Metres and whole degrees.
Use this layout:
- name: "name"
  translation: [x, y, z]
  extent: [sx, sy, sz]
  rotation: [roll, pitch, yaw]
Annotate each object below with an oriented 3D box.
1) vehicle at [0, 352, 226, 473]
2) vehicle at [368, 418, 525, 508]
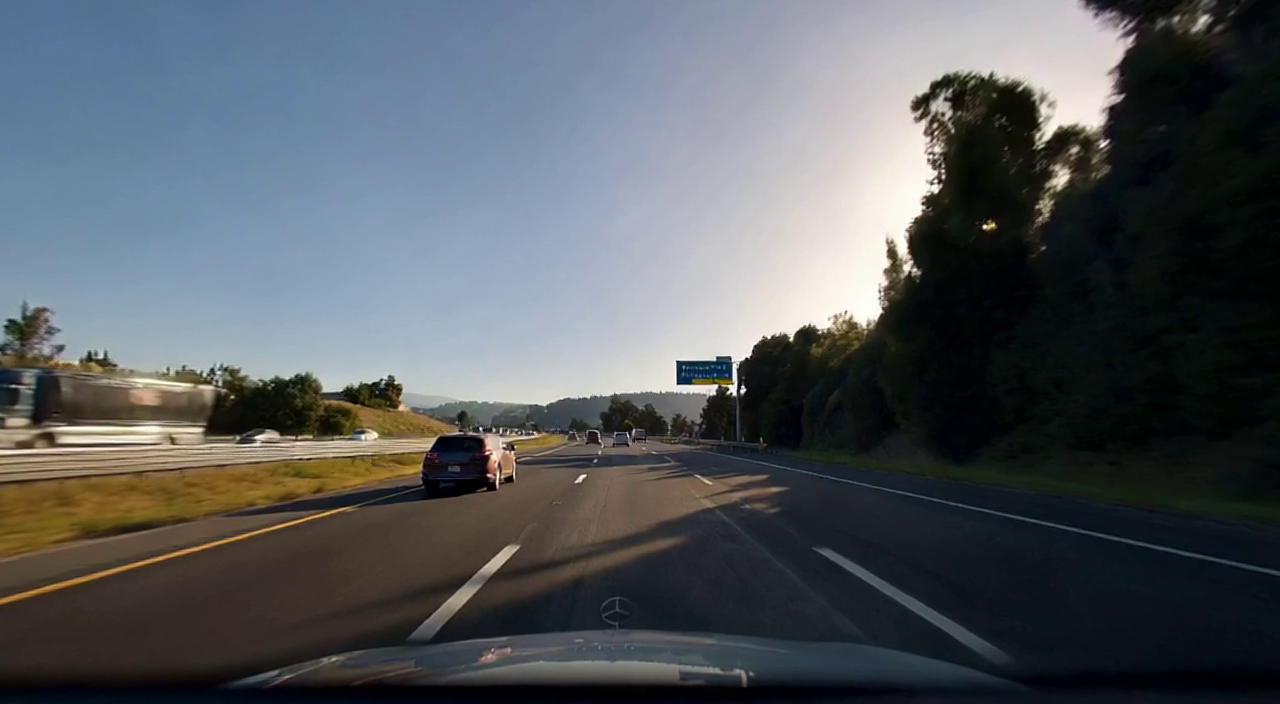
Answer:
- name: "vehicle"
  translation: [-22.423, 2.707, 25.925]
  extent: [2.964, 3.896, 12.144]
  rotation: [0, -8, -2]
- name: "vehicle"
  translation: [-3.847, 2.267, 13.407]
  extent: [2.062, 1.591, 4.156]
  rotation: [0, -8, -1]
